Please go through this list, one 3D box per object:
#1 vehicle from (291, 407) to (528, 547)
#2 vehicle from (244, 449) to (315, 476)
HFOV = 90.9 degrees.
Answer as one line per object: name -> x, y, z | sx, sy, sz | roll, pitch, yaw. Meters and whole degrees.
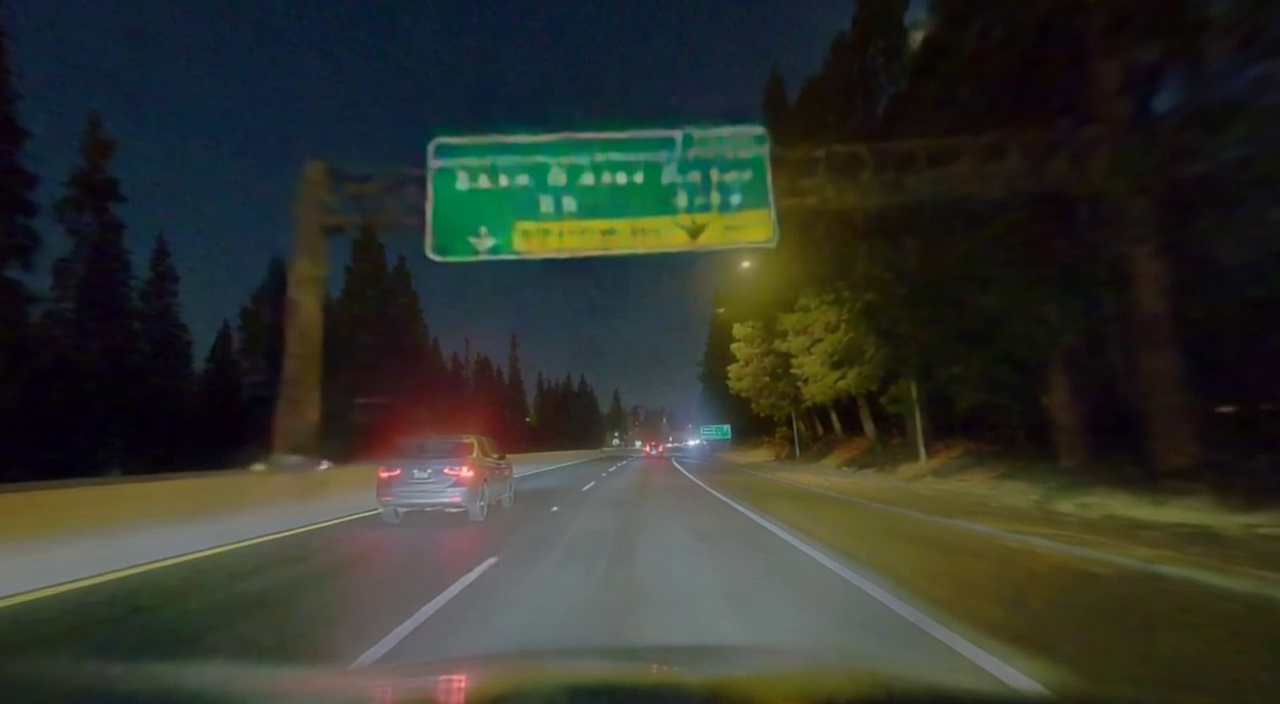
vehicle -> -3.628, 2.113, 11.457 | 2.143, 1.851, 5.817 | 0, -8, 0
vehicle -> -23.452, 7.183, 41.254 | 1.860, 1.621, 4.820 | -1, -8, 0
